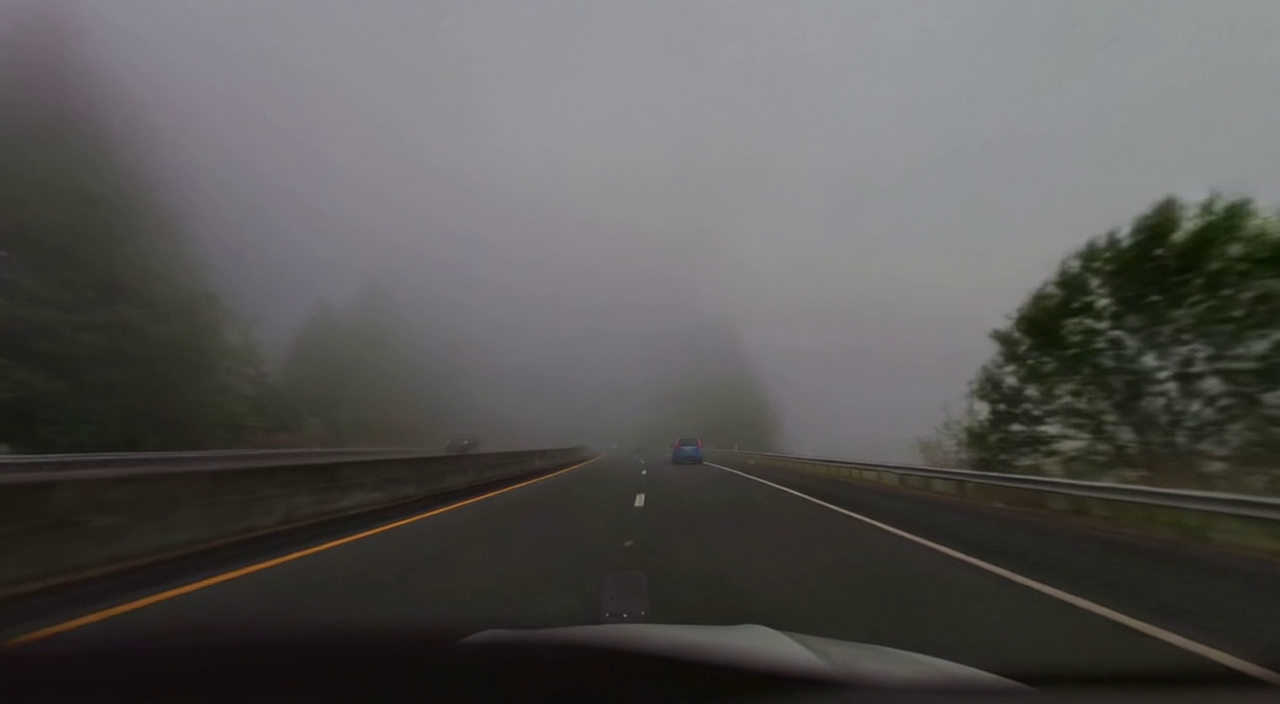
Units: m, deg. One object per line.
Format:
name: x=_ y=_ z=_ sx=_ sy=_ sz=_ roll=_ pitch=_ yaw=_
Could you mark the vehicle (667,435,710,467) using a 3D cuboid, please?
vehicle: x=2.690 y=5.599 z=35.751 sx=2.079 sy=1.729 sz=4.380 roll=0 pitch=-8 yaw=0
